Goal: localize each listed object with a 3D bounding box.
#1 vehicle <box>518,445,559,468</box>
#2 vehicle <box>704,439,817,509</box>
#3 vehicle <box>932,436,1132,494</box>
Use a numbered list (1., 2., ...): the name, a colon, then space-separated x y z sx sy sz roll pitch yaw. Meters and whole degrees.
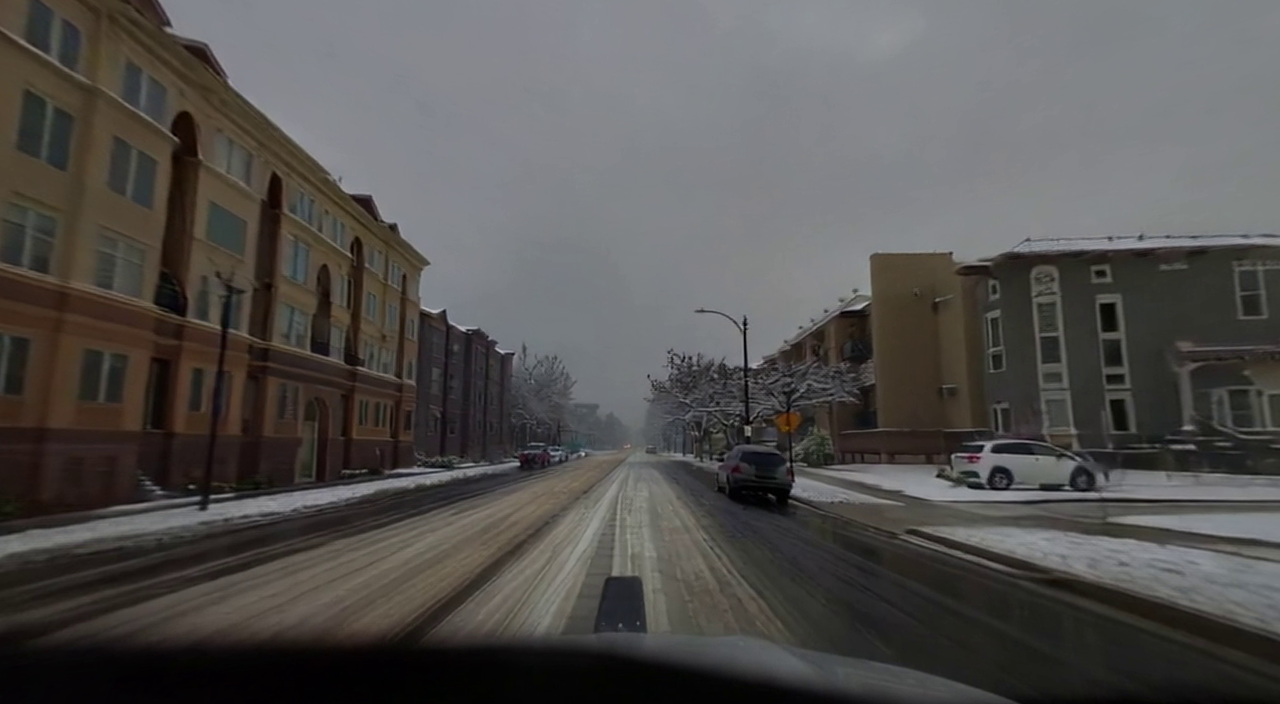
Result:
1. vehicle: -6.752 7.032 42.592 2.142 1.401 4.477 0 -9 -1
2. vehicle: 2.920 3.040 16.260 1.985 1.543 4.112 1 -8 -2
3. vehicle: 11.956 3.469 19.518 4.782 1.657 2.172 1 -9 -4
